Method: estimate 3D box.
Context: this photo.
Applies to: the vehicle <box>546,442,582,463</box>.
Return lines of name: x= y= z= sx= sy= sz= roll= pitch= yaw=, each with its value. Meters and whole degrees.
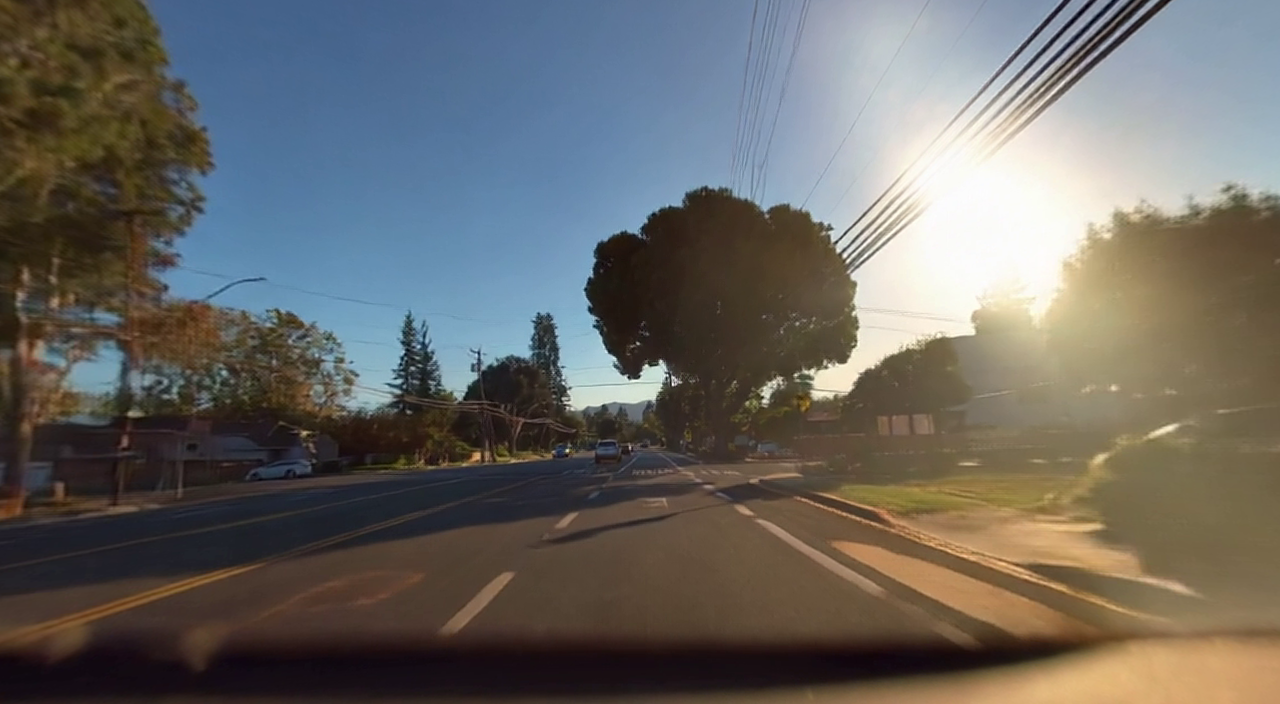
vehicle: x=-5.905 y=7.853 z=49.403 sx=2.155 sy=1.533 sz=4.530 roll=0 pitch=-9 yaw=2

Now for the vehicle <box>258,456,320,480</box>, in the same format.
vehicle: x=-26.976 y=8.900 z=48.644 sx=1.938 sy=1.725 sz=4.846 roll=0 pitch=-9 yaw=0

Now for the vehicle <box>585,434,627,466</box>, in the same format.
vehicle: x=-2.075 y=6.220 z=40.066 sx=2.327 sy=1.861 sz=4.941 roll=0 pitch=-9 yaw=1
